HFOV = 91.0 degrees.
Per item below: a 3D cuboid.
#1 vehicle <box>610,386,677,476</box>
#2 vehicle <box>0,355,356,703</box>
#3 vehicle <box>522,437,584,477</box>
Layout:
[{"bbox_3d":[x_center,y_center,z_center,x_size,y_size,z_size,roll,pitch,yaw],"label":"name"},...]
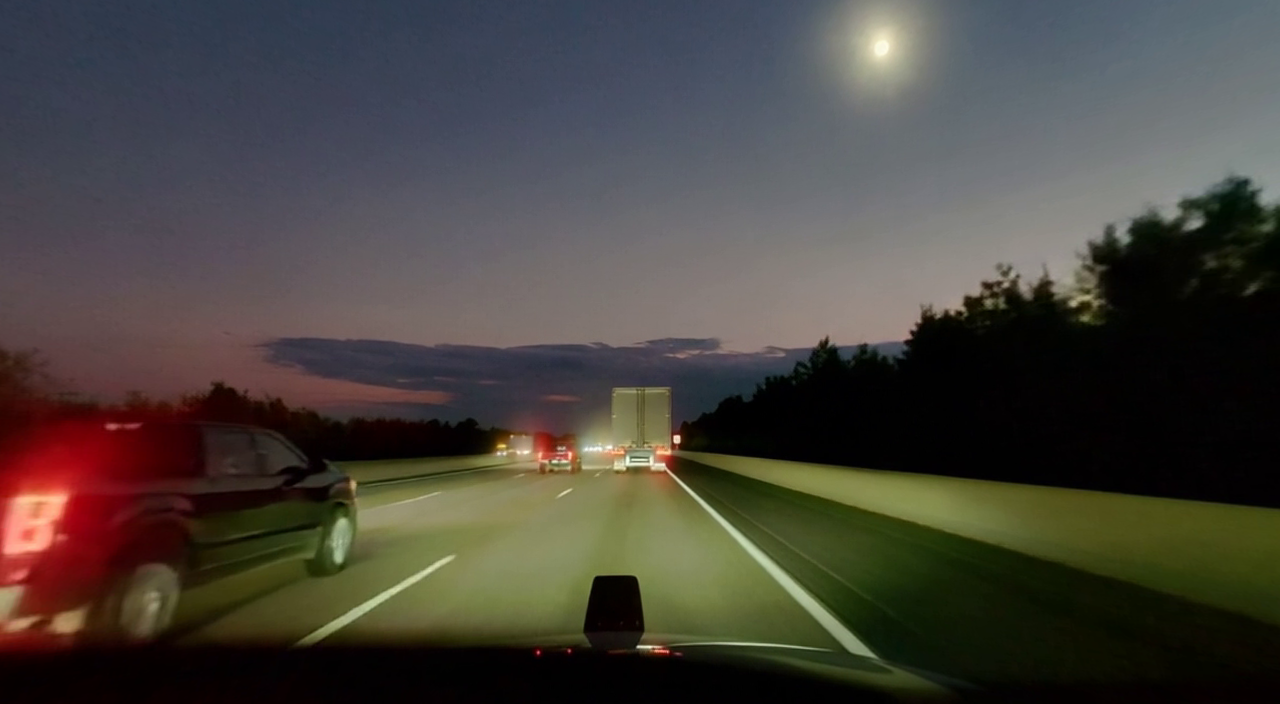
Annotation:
[{"bbox_3d":[0.130,4.448,34.596,3.052,4.132,11.336,0,-9,0],"label":"vehicle"},{"bbox_3d":[-4.169,1.089,4.306,2.140,1.750,4.901,0,-9,0],"label":"vehicle"},{"bbox_3d":[-4.195,5.178,31.343,2.285,1.833,4.984,0,-9,1],"label":"vehicle"}]
